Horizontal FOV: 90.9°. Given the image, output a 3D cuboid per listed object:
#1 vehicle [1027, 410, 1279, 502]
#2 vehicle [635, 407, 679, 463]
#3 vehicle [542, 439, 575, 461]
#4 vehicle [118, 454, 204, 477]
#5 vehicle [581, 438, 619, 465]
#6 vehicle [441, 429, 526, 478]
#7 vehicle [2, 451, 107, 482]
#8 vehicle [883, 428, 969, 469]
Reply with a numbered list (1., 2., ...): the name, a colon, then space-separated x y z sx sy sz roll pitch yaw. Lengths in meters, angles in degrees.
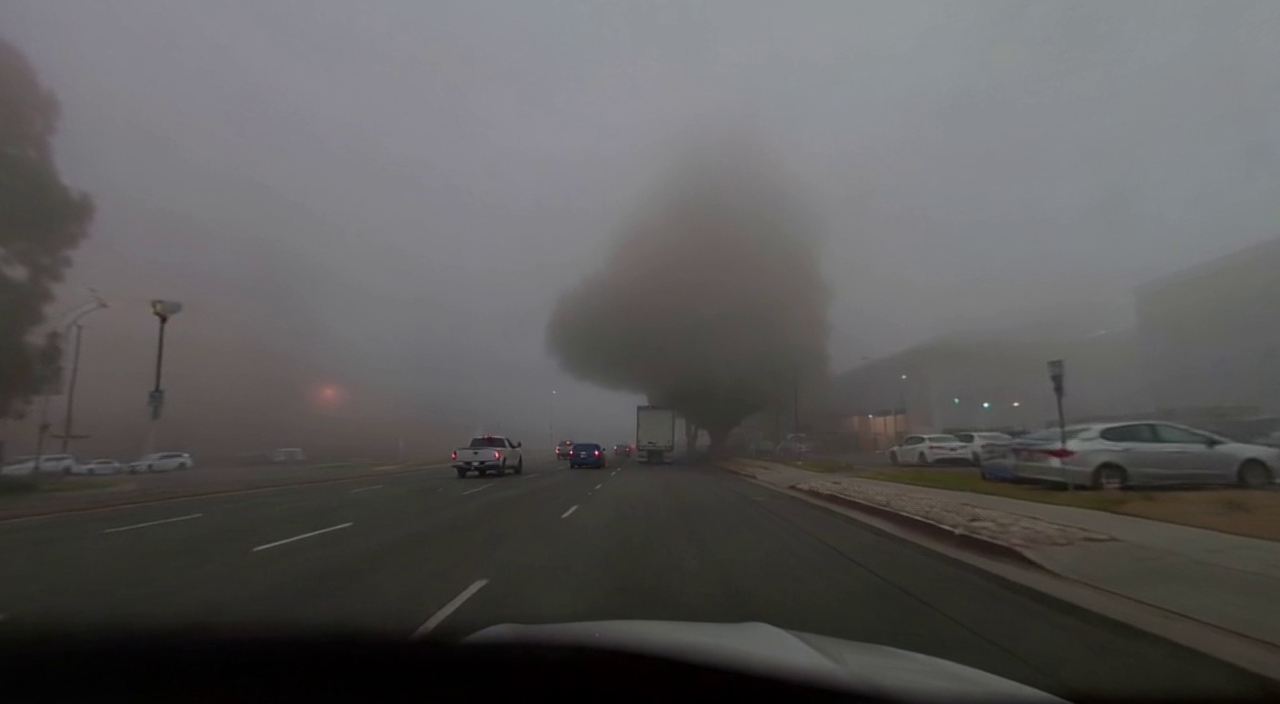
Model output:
1. vehicle: 10.364 1.992 12.250 4.346 1.595 1.964 0 -8 0
2. vehicle: 1.167 6.061 45.667 2.905 3.644 8.441 0 -8 1
3. vehicle: -6.379 7.733 49.811 1.908 1.616 4.089 -1 -8 2
4. vehicle: -33.659 7.964 44.334 4.409 1.480 2.092 -1 -8 3
5. vehicle: -2.648 6.694 42.592 2.114 1.663 4.381 -1 -8 2
6. vehicle: -6.592 4.342 27.228 2.149 1.893 5.187 -1 -8 2
7. vehicle: -33.904 6.622 36.545 4.122 1.721 2.020 -1 -8 3
8. vehicle: 12.582 4.277 28.071 1.880 1.642 4.523 -1 -8 2
